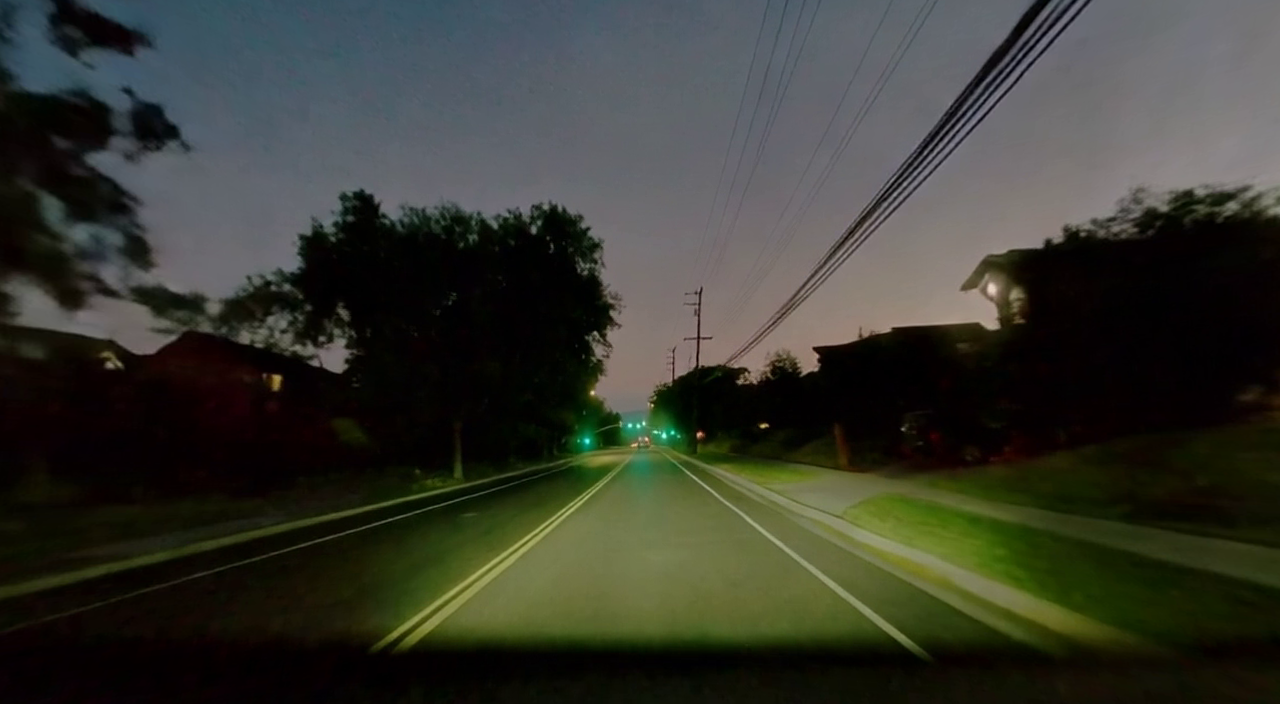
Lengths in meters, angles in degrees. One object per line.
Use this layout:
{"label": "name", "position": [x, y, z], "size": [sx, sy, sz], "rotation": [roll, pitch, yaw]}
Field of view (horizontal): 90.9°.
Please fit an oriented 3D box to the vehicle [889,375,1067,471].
{"label": "vehicle", "position": [7.722, 1.771, 15.038], "size": [1.878, 1.743, 4.556], "rotation": [-7, -9, 4]}
